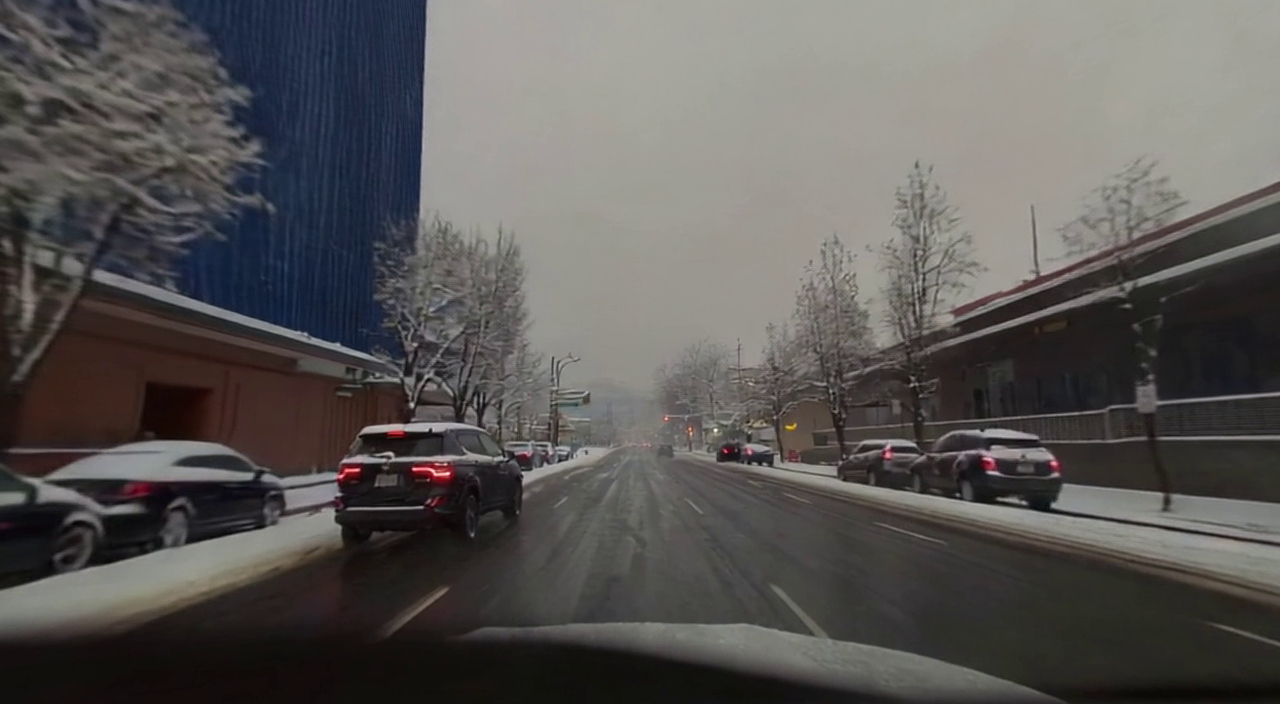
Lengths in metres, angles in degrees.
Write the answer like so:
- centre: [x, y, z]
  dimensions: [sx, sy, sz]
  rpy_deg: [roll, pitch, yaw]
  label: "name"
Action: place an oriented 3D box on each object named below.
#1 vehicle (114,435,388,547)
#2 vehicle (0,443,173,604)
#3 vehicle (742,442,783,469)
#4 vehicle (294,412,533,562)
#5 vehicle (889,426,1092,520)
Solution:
- centre: [-6.801, 2.437, 11.942]
  dimensions: [2.071, 1.631, 4.936]
  rpy_deg: [0, -8, -1]
  label: "vehicle"
- centre: [-6.878, 1.591, 5.792]
  dimensions: [1.832, 1.488, 4.405]
  rpy_deg: [0, -8, 0]
  label: "vehicle"
- centre: [9.294, 7.883, 48.278]
  dimensions: [2.129, 1.929, 5.537]
  rpy_deg: [-1, -8, 1]
  label: "vehicle"
- centre: [-3.066, 1.920, 9.739]
  dimensions: [2.002, 1.756, 4.366]
  rpy_deg: [-1, -8, 1]
  label: "vehicle"
- centre: [9.183, 3.201, 17.404]
  dimensions: [2.249, 2.117, 5.743]
  rpy_deg: [0, -8, 0]
  label: "vehicle"
